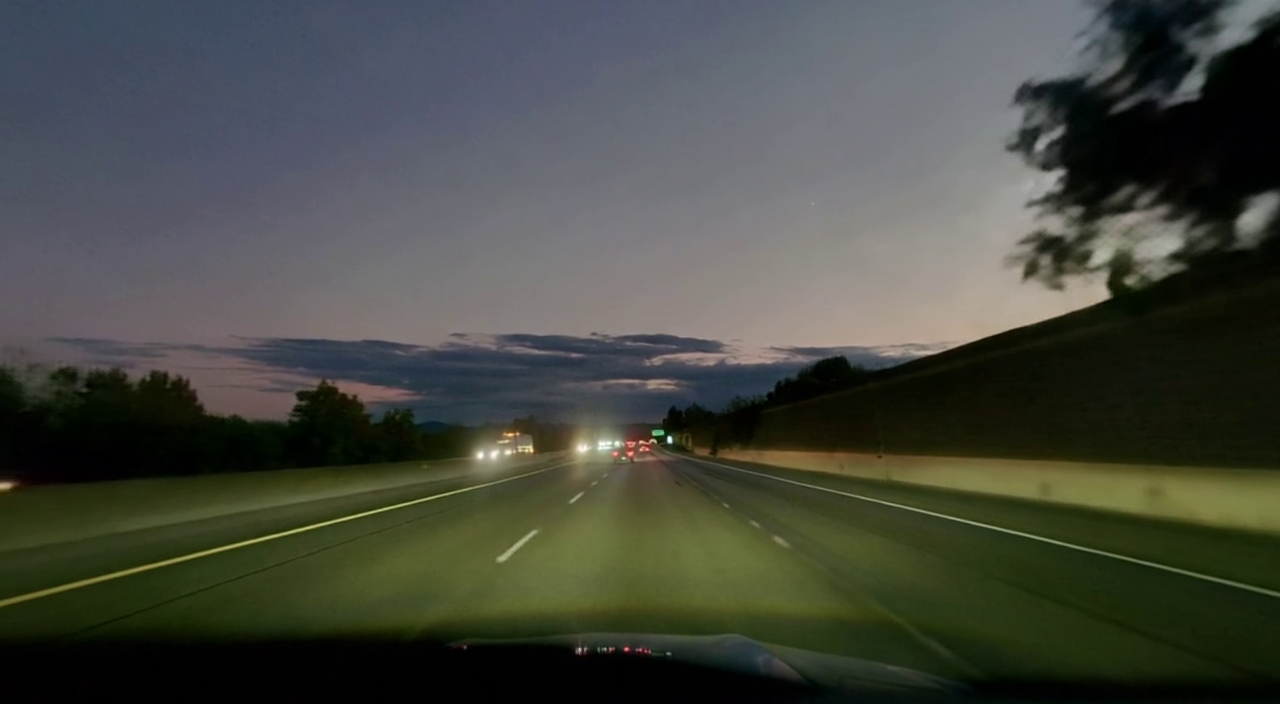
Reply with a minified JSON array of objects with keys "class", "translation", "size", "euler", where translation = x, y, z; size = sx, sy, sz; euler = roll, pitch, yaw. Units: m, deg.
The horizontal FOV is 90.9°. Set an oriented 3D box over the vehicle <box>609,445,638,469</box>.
[{"class":"vehicle","translation":[-1.128,7.337,44.174],"size":[1.873,1.529,3.953],"euler":[0,-9,0]}]
